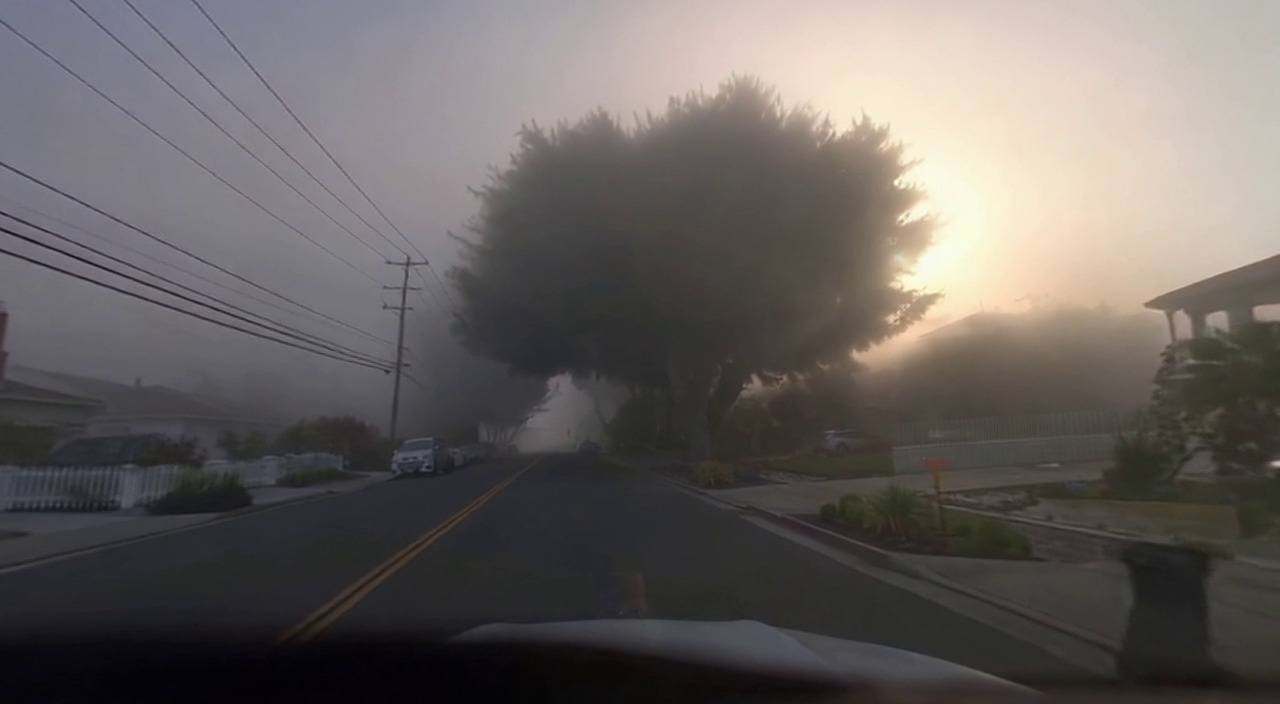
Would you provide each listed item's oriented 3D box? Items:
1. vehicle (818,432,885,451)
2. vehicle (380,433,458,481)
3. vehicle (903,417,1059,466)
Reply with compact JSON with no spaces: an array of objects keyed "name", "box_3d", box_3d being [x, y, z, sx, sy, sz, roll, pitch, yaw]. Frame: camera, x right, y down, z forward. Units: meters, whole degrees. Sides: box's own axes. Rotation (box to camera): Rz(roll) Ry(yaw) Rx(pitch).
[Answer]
[{"name":"vehicle","box_3d":[12.974,5.511,38.820,3.606,1.094,1.420,1,-9,-5]},{"name":"vehicle","box_3d":[-10.192,4.903,29.639,2.240,1.940,5.429,-1,-9,-6]},{"name":"vehicle","box_3d":[12.783,3.392,23.863,4.842,1.728,1.875,1,-9,-5]}]
